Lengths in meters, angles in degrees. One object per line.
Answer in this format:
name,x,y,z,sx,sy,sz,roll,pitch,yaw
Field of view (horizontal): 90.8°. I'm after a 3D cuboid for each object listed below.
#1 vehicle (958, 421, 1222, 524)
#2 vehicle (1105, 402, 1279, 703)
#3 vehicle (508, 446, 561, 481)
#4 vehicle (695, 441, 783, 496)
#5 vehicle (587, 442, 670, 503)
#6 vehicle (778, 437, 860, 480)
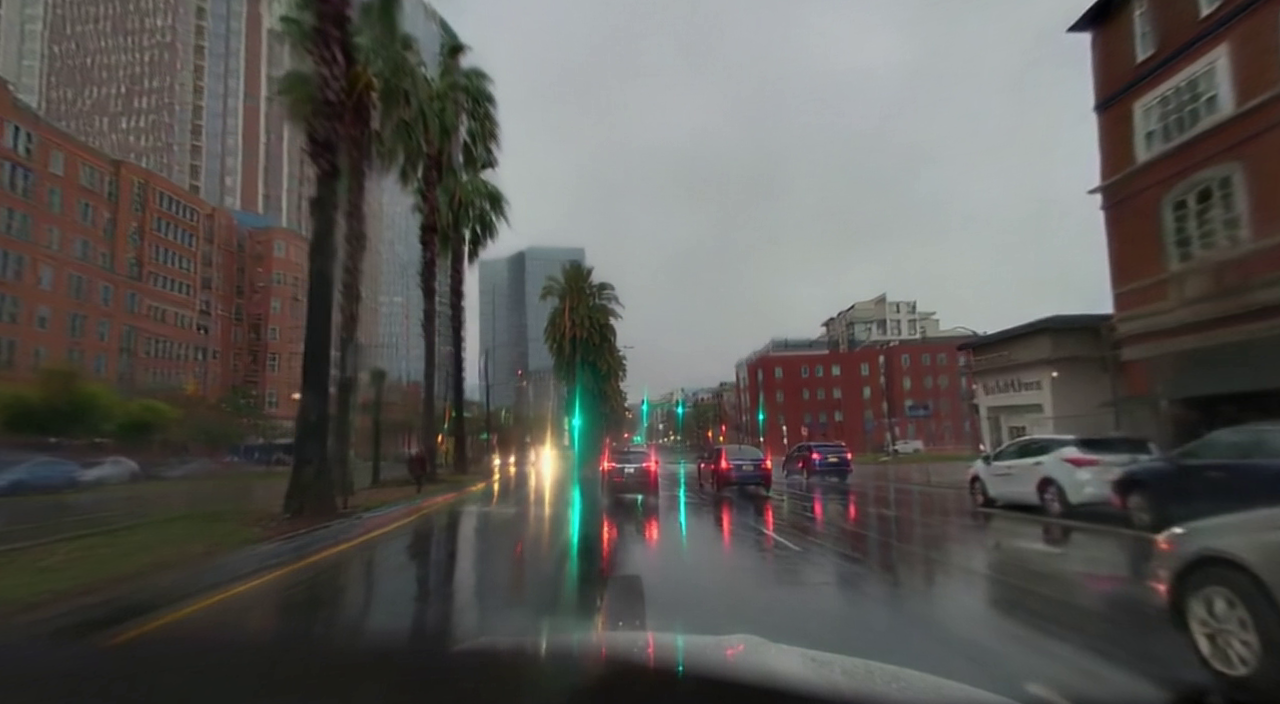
vehicle,8.703,2.354,12.858,1.946,1.715,4.365,0,-9,-3
vehicle,4.020,0.808,1.839,1.920,1.490,4.417,0,-9,0
vehicle,-4.819,5.158,29.505,1.977,1.501,4.435,0,-9,-3
vehicle,2.926,3.514,19.435,1.909,1.500,3.524,0,-9,-4
vehicle,-0.351,3.275,17.569,2.048,1.503,3.681,0,-9,-2
vehicle,7.530,4.526,27.069,2.000,1.685,4.487,0,-9,-3
